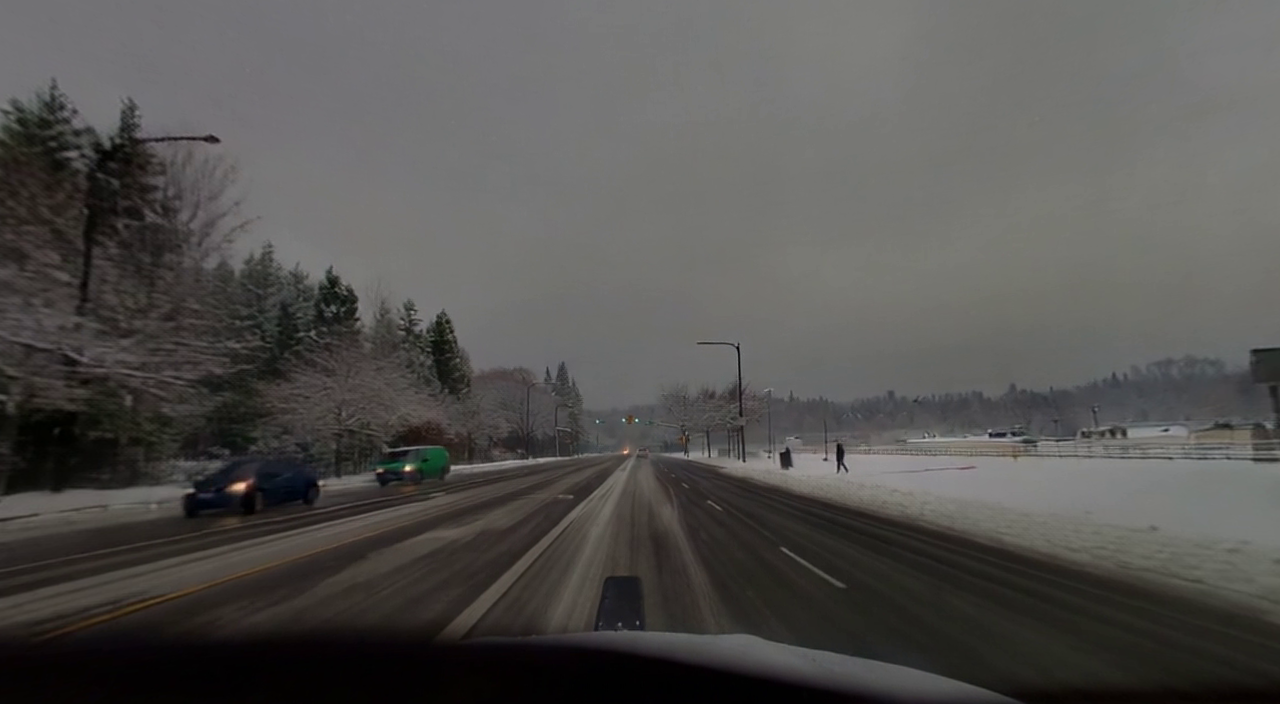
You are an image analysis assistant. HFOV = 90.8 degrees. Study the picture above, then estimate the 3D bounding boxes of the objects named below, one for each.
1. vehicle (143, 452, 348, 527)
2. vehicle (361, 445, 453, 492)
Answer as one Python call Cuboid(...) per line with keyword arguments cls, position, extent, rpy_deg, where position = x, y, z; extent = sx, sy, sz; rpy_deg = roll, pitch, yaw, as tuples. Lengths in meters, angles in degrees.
Cuboid(cls="vehicle", position=(-8.942, 3.106, 14.927), extent=(1.940, 1.452, 4.441), rpy_deg=(0, -9, 1))
Cuboid(cls="vehicle", position=(-9.218, 4.624, 25.445), extent=(2.066, 1.709, 4.509), rpy_deg=(0, -9, -1))
